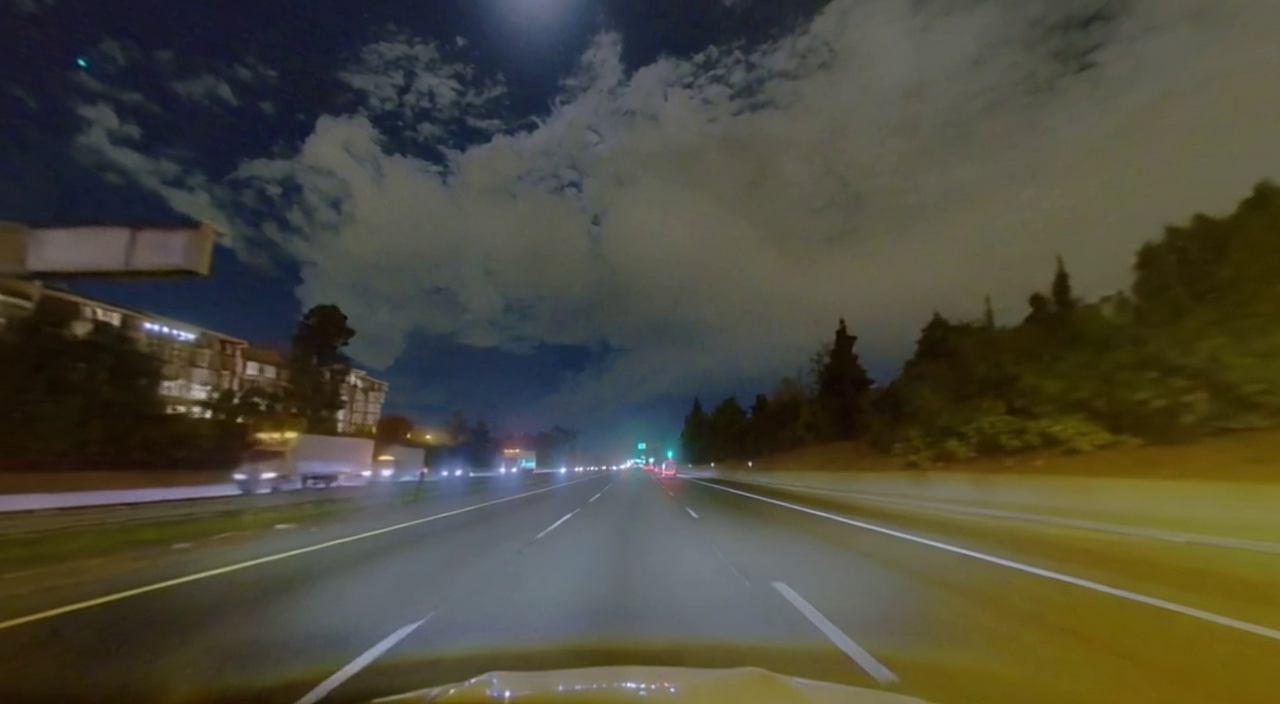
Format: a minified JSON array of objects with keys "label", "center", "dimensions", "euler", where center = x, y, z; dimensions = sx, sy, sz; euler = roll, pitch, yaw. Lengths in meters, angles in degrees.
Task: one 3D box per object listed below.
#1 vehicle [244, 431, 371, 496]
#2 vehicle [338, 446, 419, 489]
[{"label":"vehicle","center":[-20.102,6.924,38.906],"dimensions":[2.878,3.472,8.849],"euler":[1,-10,0]},{"label":"vehicle","center":[-20.182,9.018,49.193],"dimensions":[2.847,3.022,7.806],"euler":[1,-10,0]}]
